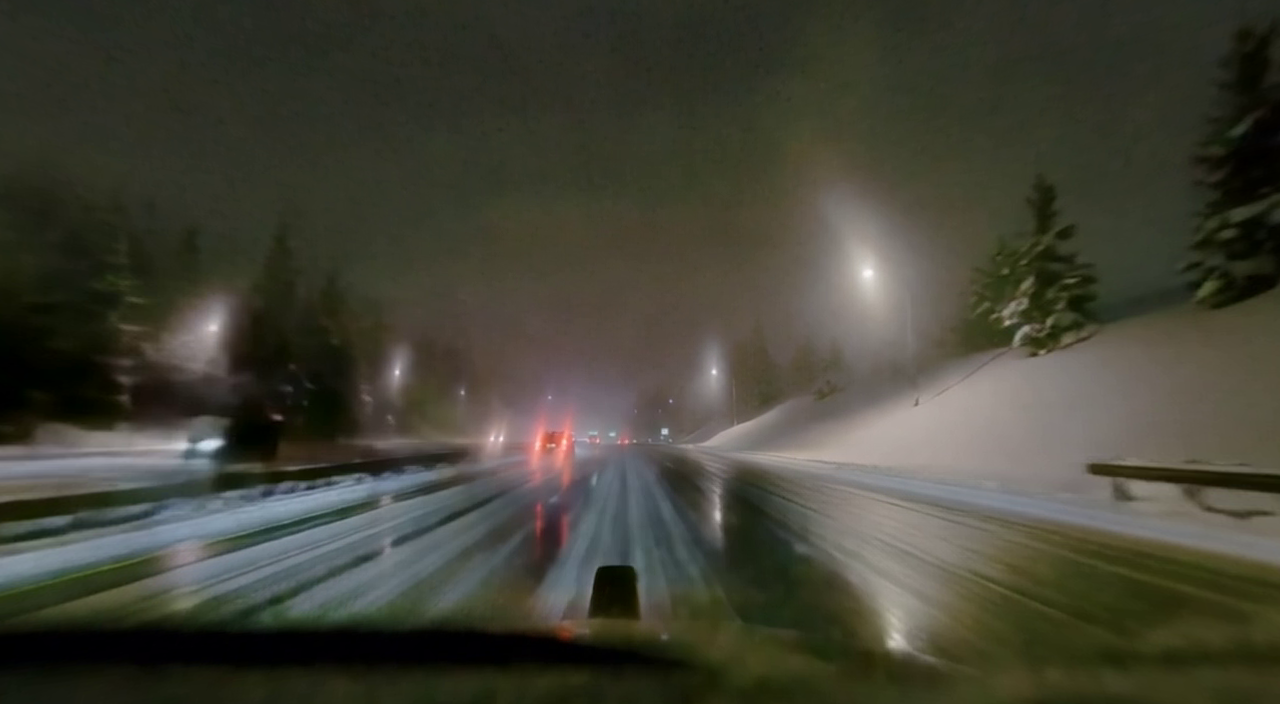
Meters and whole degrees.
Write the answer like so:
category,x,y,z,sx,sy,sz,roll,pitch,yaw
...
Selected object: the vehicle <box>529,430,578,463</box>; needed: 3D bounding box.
category,x,y,z,sx,sy,sz,roll,pitch,yaw
vehicle,-4.439,4.924,32.937,2.062,1.591,4.156,0,-8,-1
